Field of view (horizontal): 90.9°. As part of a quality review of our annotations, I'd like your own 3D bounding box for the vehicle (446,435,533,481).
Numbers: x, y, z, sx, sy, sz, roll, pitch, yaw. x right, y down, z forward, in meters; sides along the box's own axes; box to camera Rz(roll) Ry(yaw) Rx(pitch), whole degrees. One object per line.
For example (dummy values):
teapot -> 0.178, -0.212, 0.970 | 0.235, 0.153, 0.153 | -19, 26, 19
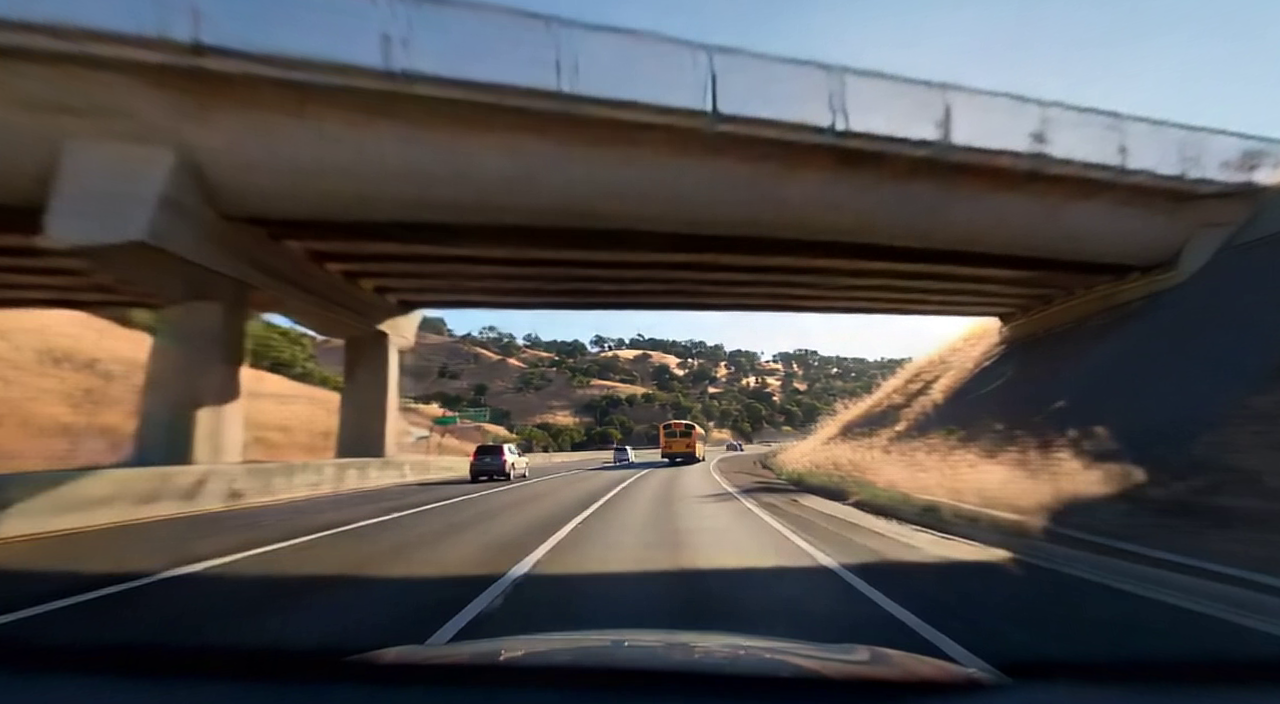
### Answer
vehicle -> -6.066, 4.339, 26.083 | 2.172, 1.689, 4.625 | 0, -8, 4
